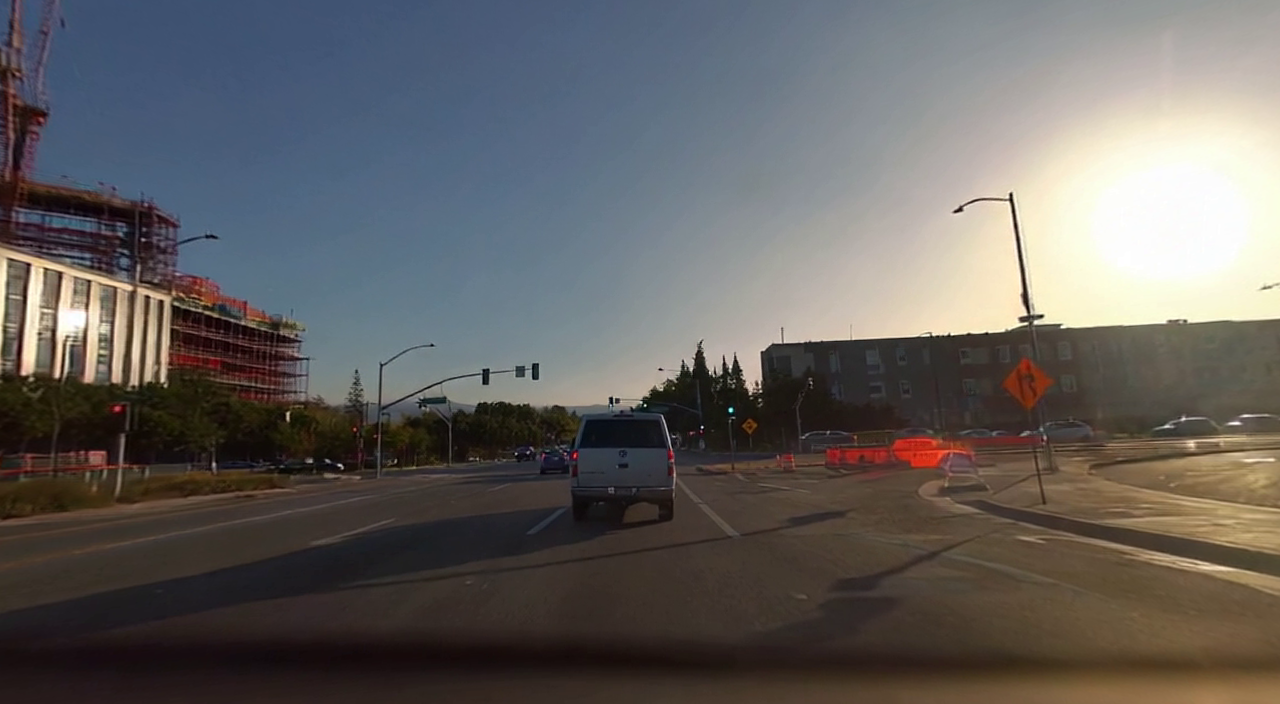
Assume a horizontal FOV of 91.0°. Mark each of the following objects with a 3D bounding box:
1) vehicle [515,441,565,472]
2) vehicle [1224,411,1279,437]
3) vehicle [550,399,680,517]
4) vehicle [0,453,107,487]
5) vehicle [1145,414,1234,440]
[{"bbox_3d":[-6.027,6.367,38.476,2.068,1.750,4.361,-1,-8,3],"label":"vehicle"},{"bbox_3d":[45.389,5.162,45.300,4.522,1.786,2.023,-6,-10,35],"label":"vehicle"},{"bbox_3d":[-0.443,2.358,14.422,2.350,2.122,5.801,0,-8,0],"label":"vehicle"},{"bbox_3d":[-36.279,7.122,38.064,5.755,1.945,2.403,0,-8,-2],"label":"vehicle"},{"bbox_3d":[39.225,5.349,45.104,4.556,1.639,2.002,-2,-8,34],"label":"vehicle"}]
